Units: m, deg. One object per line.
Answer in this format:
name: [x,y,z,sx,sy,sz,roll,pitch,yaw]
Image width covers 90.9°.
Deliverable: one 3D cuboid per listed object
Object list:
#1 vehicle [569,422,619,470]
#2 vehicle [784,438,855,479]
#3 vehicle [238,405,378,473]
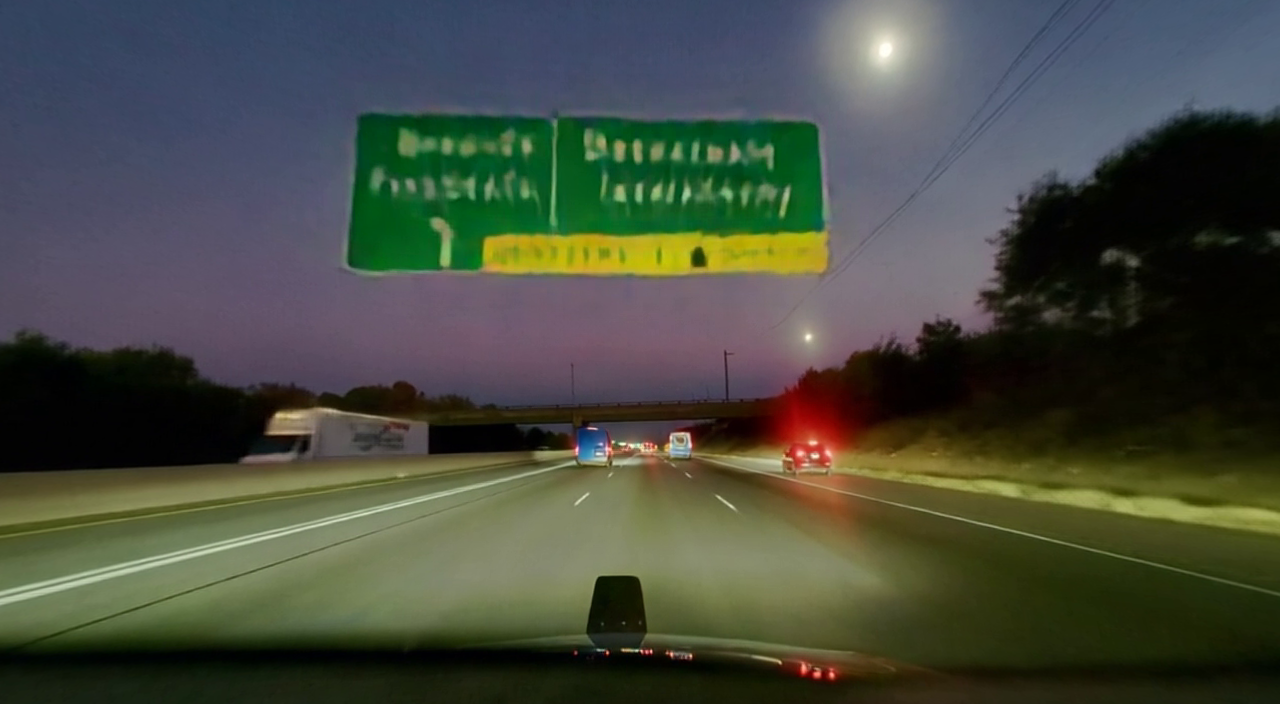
vehicle: [-2.605,5.562,37.207,2.451,2.627,5.868,0,-9,1]
vehicle: [7.960,4.746,28.294,1.936,1.664,4.198,0,-9,0]
vehicle: [-19.724,5.412,38.523,2.959,3.603,10.096,0,-9,1]
